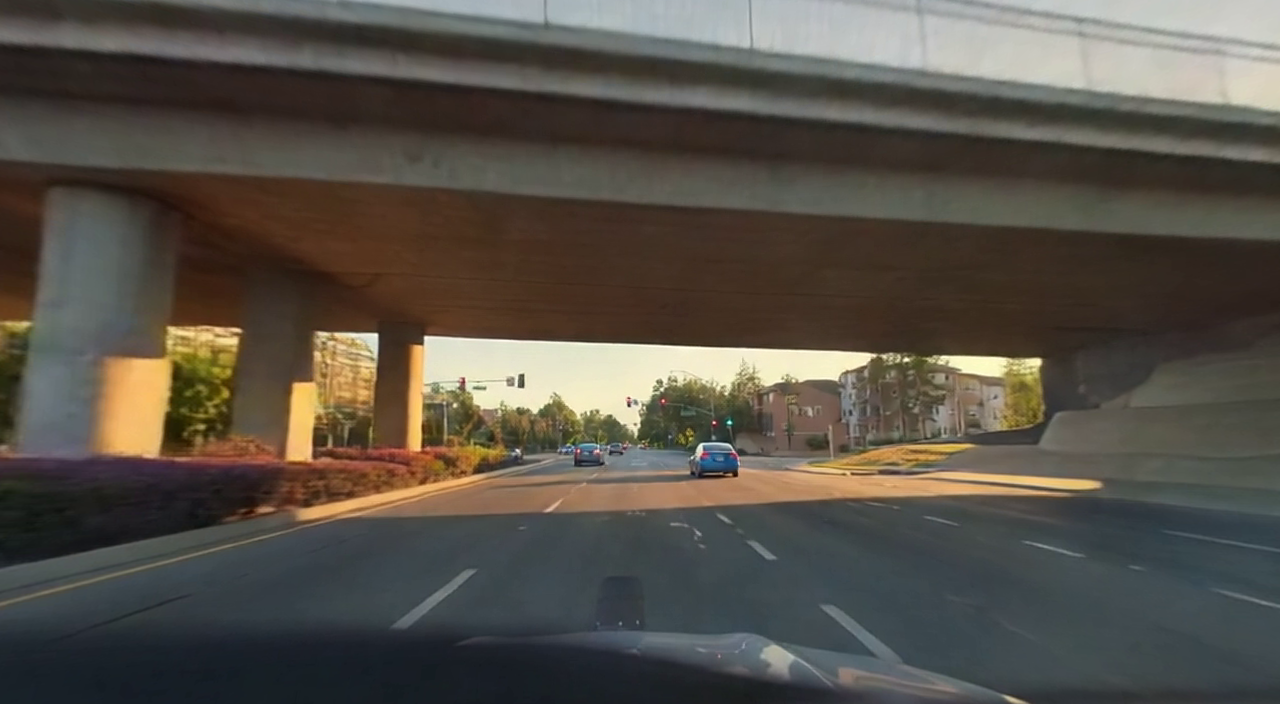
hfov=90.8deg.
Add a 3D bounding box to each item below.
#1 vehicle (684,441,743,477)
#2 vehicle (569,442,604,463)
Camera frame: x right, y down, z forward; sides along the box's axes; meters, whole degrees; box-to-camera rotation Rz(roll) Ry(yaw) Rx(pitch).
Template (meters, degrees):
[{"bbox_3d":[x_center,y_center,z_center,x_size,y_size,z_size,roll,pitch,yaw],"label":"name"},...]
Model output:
[{"bbox_3d":[3.220,4.794,28.651,2.068,1.497,4.247,0,-8,-2],"label":"vehicle"},{"bbox_3d":[-3.868,7.370,46.545,2.060,1.484,4.417,0,-8,1],"label":"vehicle"}]
